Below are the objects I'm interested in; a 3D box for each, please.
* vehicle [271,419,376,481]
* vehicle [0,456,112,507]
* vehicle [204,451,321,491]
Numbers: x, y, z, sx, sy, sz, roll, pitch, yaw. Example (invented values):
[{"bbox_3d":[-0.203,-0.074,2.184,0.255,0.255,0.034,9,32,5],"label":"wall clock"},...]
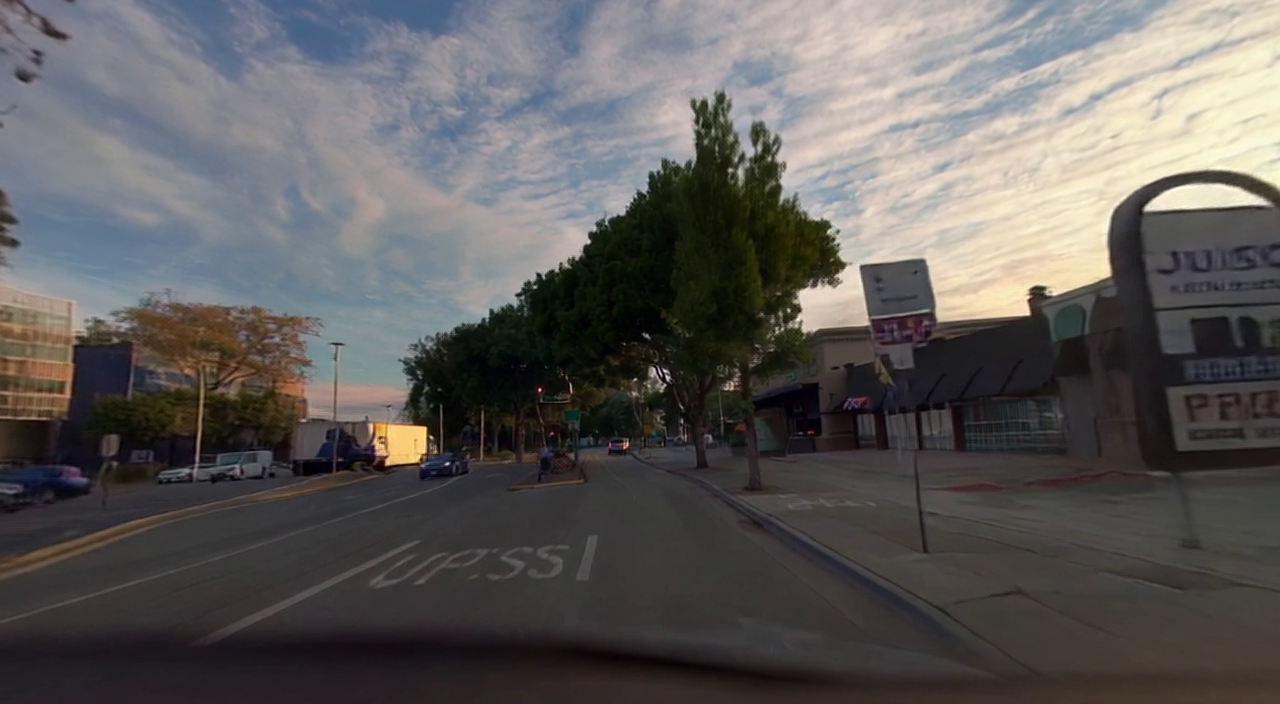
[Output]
[{"bbox_3d":[-21.873,6.841,44.104,3.045,3.961,6.104,-2,-9,15],"label":"vehicle"},{"bbox_3d":[-23.738,4.923,24.368,2.025,1.756,4.749,-2,-9,15],"label":"vehicle"},{"bbox_3d":[-18.287,5.742,30.903,2.101,1.721,4.587,-3,-9,17],"label":"vehicle"}]
